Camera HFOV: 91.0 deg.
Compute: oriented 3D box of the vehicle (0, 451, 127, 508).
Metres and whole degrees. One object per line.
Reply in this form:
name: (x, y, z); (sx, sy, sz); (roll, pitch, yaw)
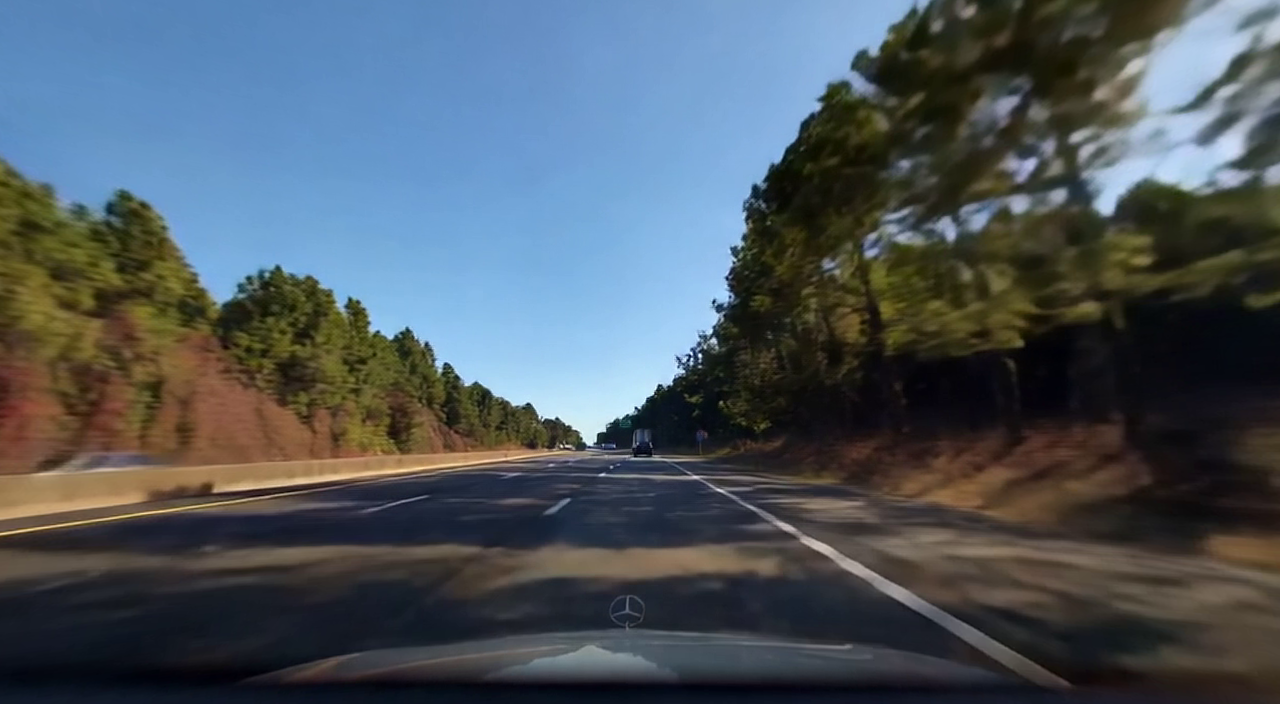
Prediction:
vehicle: (-17.888, 3.717, 18.808); (1.747, 1.448, 3.879); (0, -8, 0)
